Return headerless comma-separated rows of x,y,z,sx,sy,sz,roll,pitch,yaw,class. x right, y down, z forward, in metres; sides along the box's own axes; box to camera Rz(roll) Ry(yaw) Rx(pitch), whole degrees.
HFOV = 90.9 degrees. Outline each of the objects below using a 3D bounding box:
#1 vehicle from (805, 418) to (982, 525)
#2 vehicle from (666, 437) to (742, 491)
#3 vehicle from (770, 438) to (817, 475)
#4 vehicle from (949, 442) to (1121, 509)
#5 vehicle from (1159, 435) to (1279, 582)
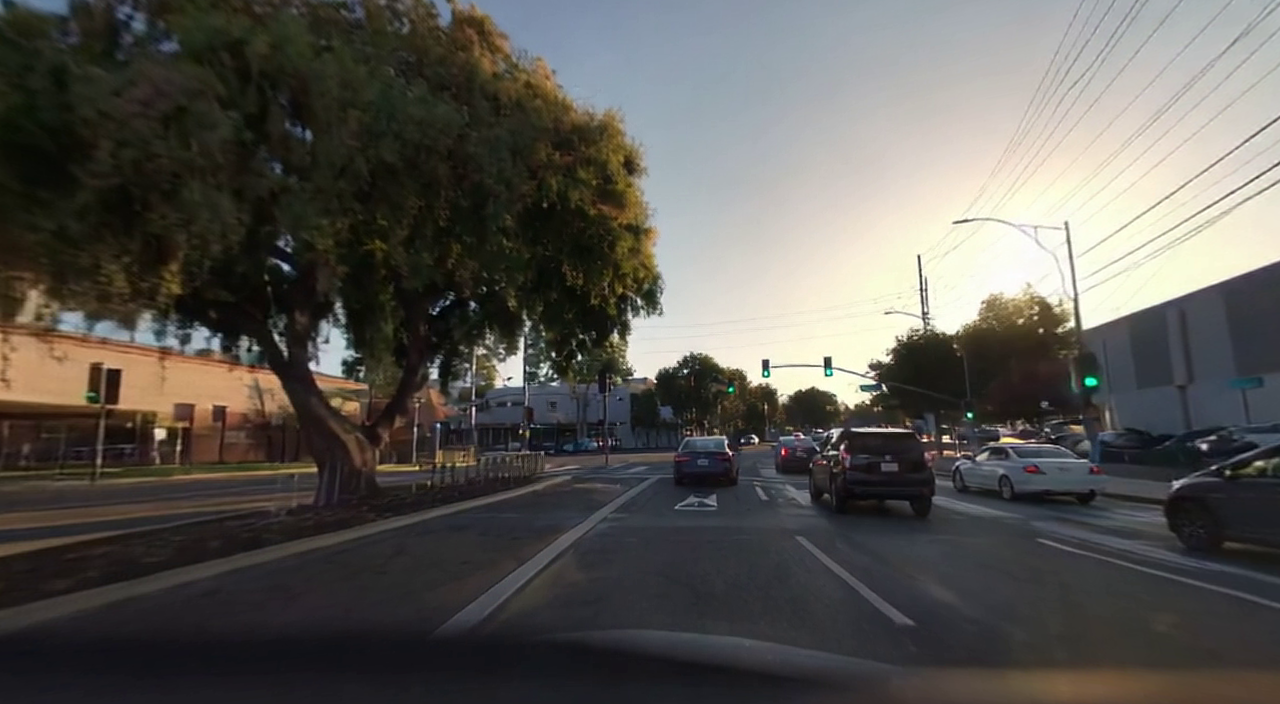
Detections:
4.966,2.399,13.257,2.119,1.810,4.848,-1,-8,6,vehicle
2.187,3.577,20.529,2.168,1.527,4.174,-1,-9,10,vehicle
7.248,4.953,30.116,1.896,1.612,4.203,-1,-9,10,vehicle
9.970,3.111,16.437,1.882,1.463,4.543,-1,-8,6,vehicle
7.379,1.465,5.576,1.866,1.471,4.478,0,-8,2,vehicle
